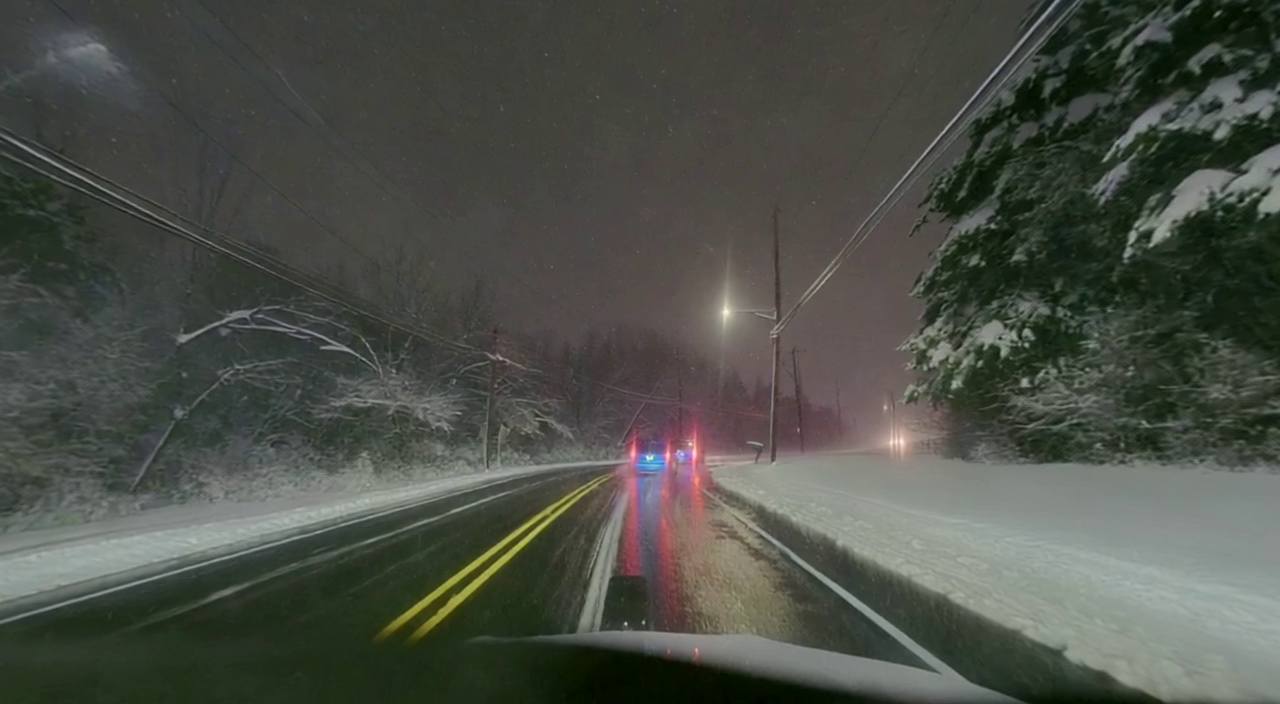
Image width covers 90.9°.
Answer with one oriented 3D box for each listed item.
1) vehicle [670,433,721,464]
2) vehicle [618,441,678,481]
[{"bbox_3d":[4.202,7.136,46.665,2.376,2.145,5.953,-3,-9,19],"label":"vehicle"},{"bbox_3d":[0.434,4.569,26.765,2.157,1.565,4.243,-1,-8,5],"label":"vehicle"}]
